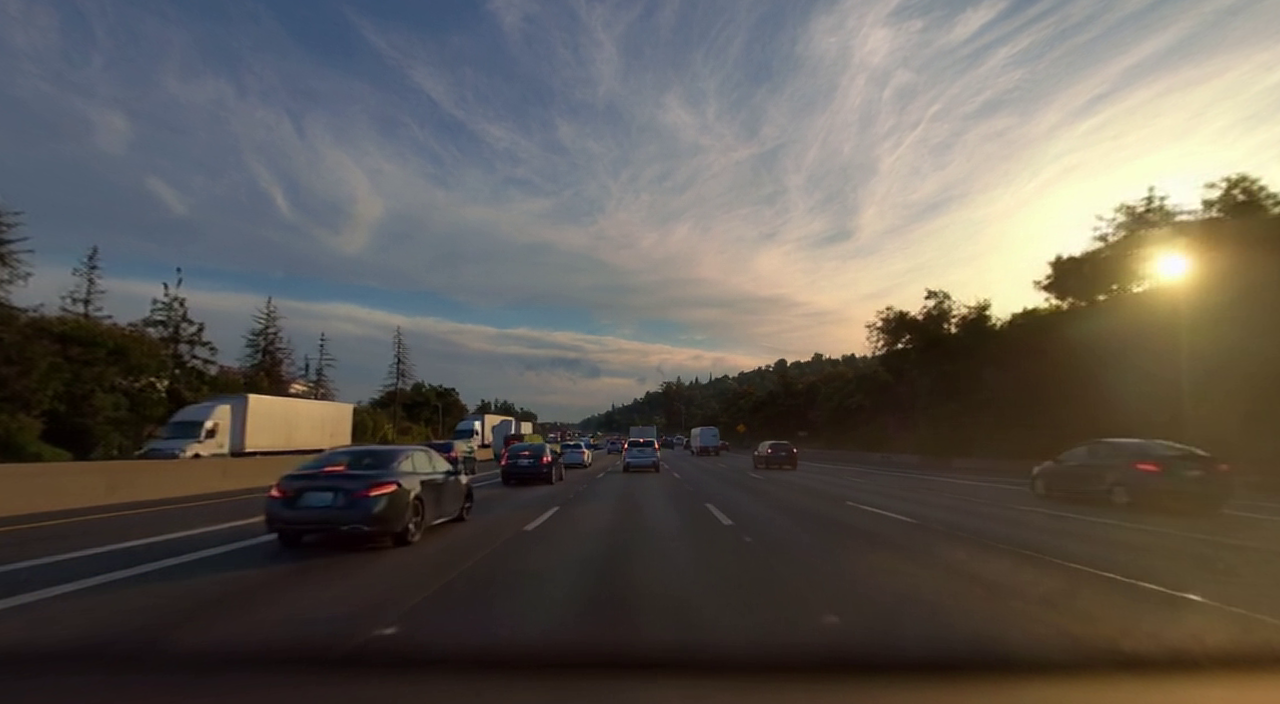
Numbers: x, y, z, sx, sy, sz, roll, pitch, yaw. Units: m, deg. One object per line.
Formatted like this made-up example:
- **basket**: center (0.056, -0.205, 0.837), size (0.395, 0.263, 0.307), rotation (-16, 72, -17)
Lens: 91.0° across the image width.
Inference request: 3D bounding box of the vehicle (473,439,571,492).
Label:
- **vehicle**: center (-3.540, 3.534, 19.907), size (2.098, 1.463, 4.578), rotation (0, -9, 2)

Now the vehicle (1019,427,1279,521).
- **vehicle**: center (10.189, 2.449, 13.077), size (2.066, 1.629, 3.945), rotation (0, -9, -1)

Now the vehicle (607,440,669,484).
- **vehicle**: center (-0.078, 3.984, 23.127), size (2.053, 1.461, 3.941), rotation (0, -9, 0)

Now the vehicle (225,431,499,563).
- **vehicle**: center (-3.569, 1.941, 9.146), size (2.025, 1.449, 4.190), rotation (0, -9, 1)

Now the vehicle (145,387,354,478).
- **vehicle**: center (-18.813, 4.208, 31.866), size (2.989, 3.764, 11.425), rotation (0, -9, 1)

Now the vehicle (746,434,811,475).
- **vehicle**: center (6.451, 4.832, 29.809), size (1.992, 1.745, 4.329), rotation (0, -9, -1)
